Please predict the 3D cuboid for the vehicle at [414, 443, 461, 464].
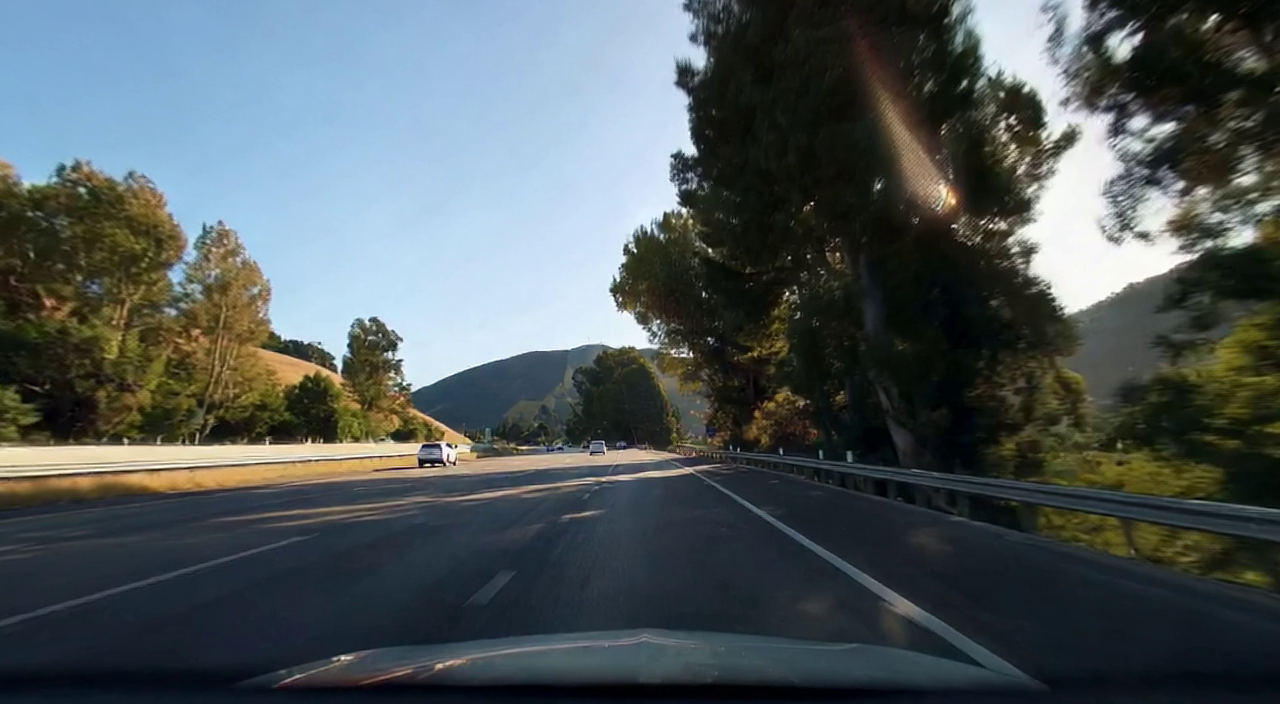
[{"bbox_3d":[-14.925,7.461,46.646,2.036,1.479,4.418,0,-8,-1],"label":"vehicle"}]
